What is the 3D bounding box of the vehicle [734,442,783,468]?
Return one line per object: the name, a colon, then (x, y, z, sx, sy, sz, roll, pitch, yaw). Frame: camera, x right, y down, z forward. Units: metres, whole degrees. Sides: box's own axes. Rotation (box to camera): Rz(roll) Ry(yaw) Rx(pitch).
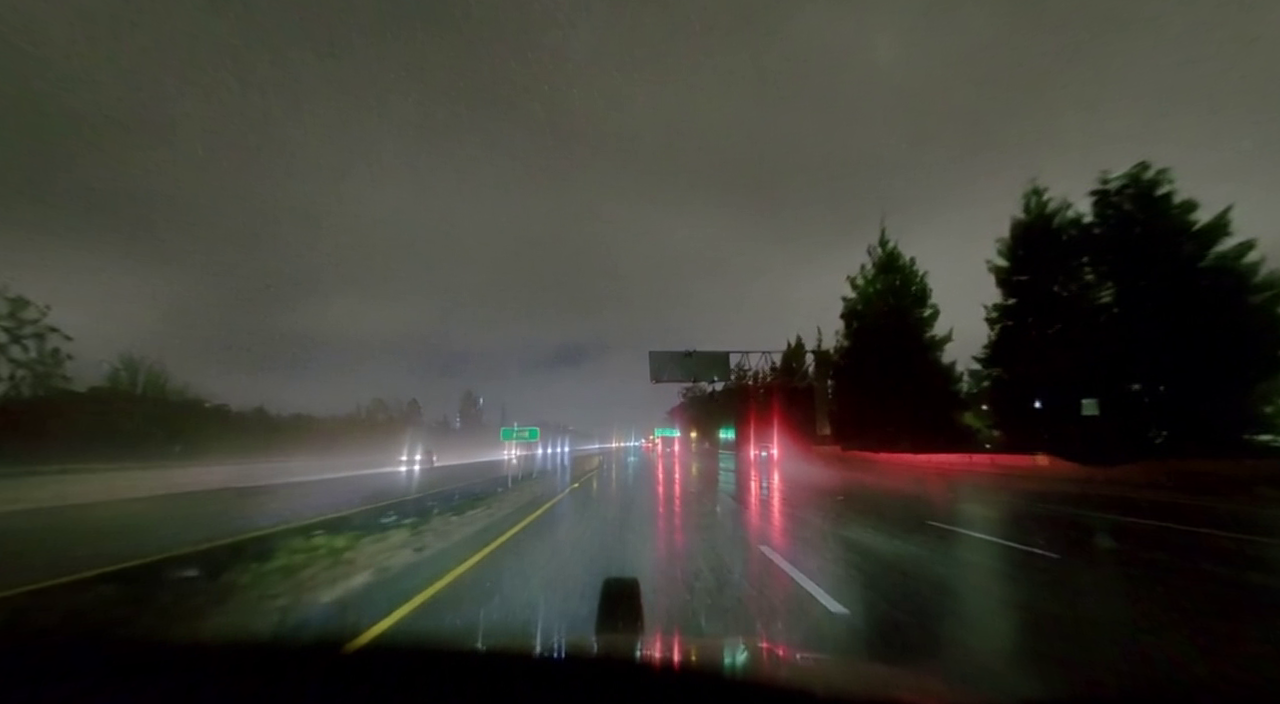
vehicle: (7.015, 6.110, 37.813, 2.009, 1.456, 4.097, 0, -8, -2)
